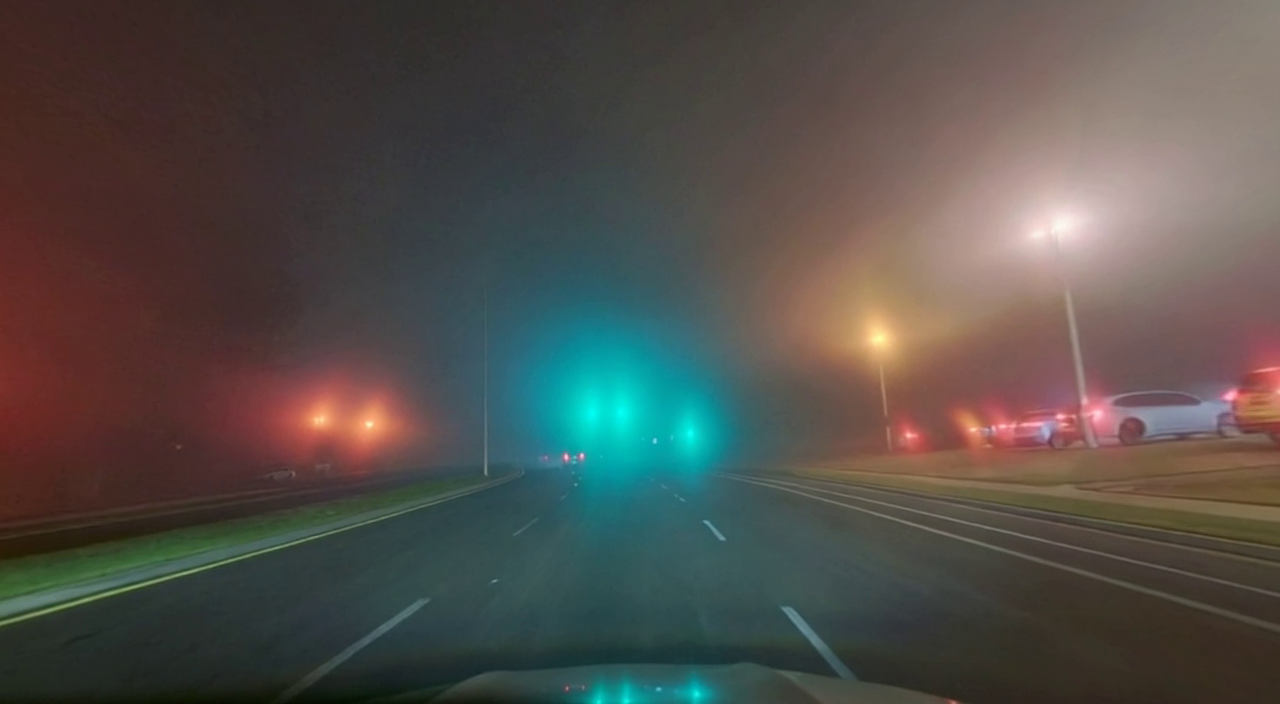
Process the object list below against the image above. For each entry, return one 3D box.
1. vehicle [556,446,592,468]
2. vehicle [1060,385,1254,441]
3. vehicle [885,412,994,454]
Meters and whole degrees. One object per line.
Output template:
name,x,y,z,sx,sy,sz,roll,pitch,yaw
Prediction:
vehicle,-5.203,8.115,49.151,2.197,1.642,4.312,2,-9,-13
vehicle,15.967,1.934,19.702,4.297,1.632,1.977,0,-8,-1
vehicle,16.731,4.543,35.544,4.922,1.749,2.145,-7,-7,3
